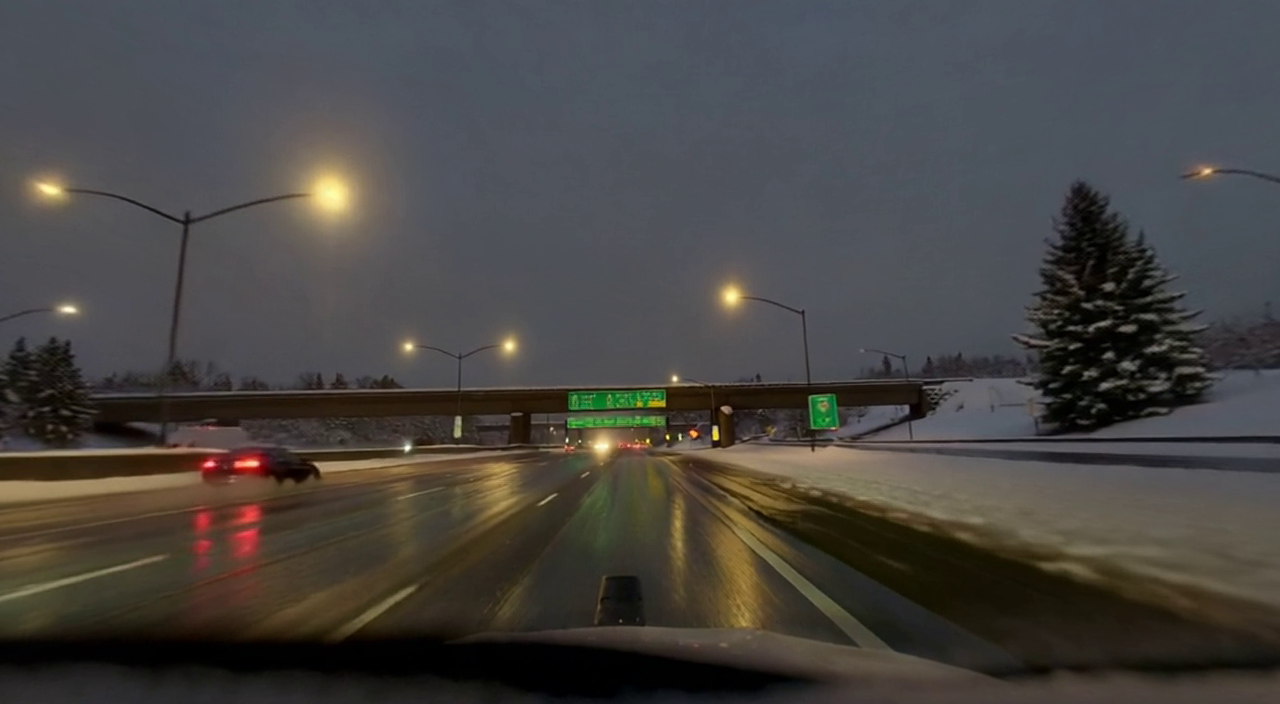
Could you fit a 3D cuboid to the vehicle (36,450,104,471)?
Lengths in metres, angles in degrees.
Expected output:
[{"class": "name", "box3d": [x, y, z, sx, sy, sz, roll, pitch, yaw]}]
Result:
[{"class": "vehicle", "box3d": [-40.186, 7.656, 44.628, 1.619, 1.377, 3.484, 0, -8, -1]}]

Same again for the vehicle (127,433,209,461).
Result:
[{"class": "vehicle", "box3d": [-36.434, 7.320, 48.975, 2.257, 2.052, 5.365, 0, -8, -1]}]

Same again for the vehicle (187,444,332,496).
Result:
[{"class": "vehicle", "box3d": [-11.470, 3.542, 19.460, 1.861, 1.373, 4.211, 0, -8, 0]}]
